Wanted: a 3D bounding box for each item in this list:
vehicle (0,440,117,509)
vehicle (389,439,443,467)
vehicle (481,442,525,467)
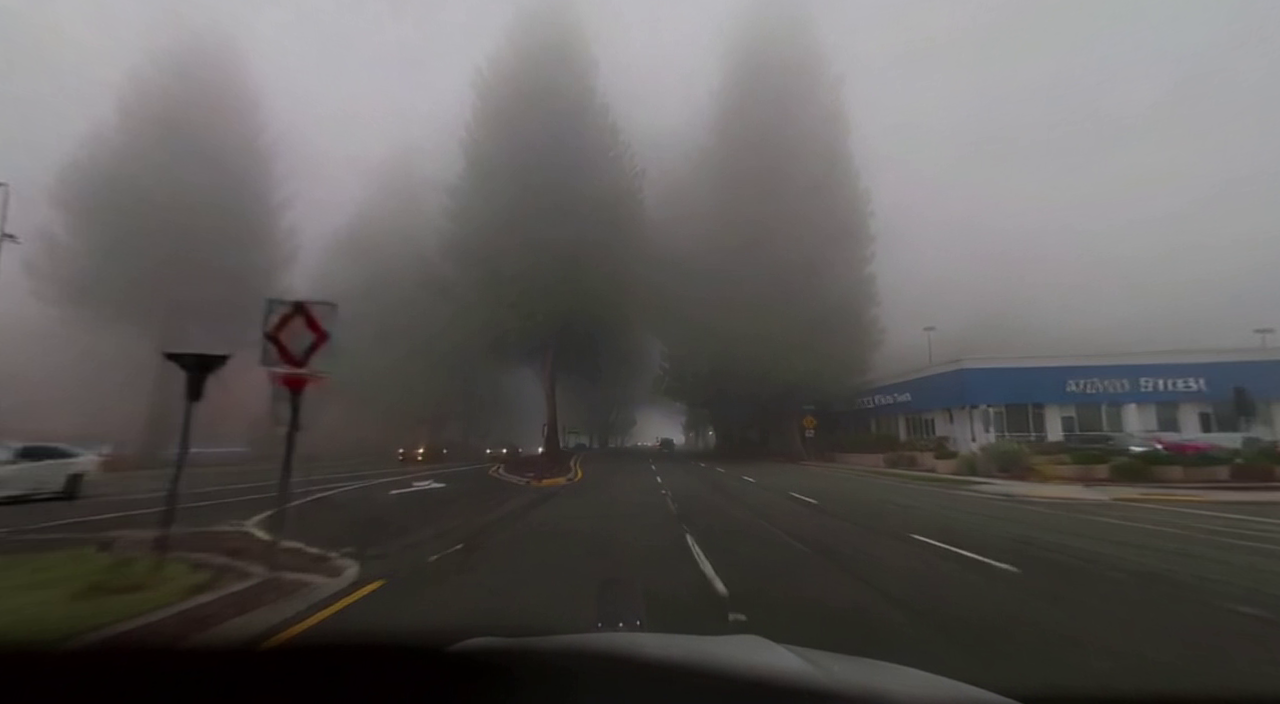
[{"bbox_3d":[-14.771,2.744,14.281,1.967,1.453,4.539,0,-9,0],"label":"vehicle"},{"bbox_3d":[-14.918,6.728,42.282,1.924,1.767,4.397,0,-9,1],"label":"vehicle"},{"bbox_3d":[-8.998,6.757,41.749,2.107,1.560,3.955,0,-9,-1],"label":"vehicle"}]
